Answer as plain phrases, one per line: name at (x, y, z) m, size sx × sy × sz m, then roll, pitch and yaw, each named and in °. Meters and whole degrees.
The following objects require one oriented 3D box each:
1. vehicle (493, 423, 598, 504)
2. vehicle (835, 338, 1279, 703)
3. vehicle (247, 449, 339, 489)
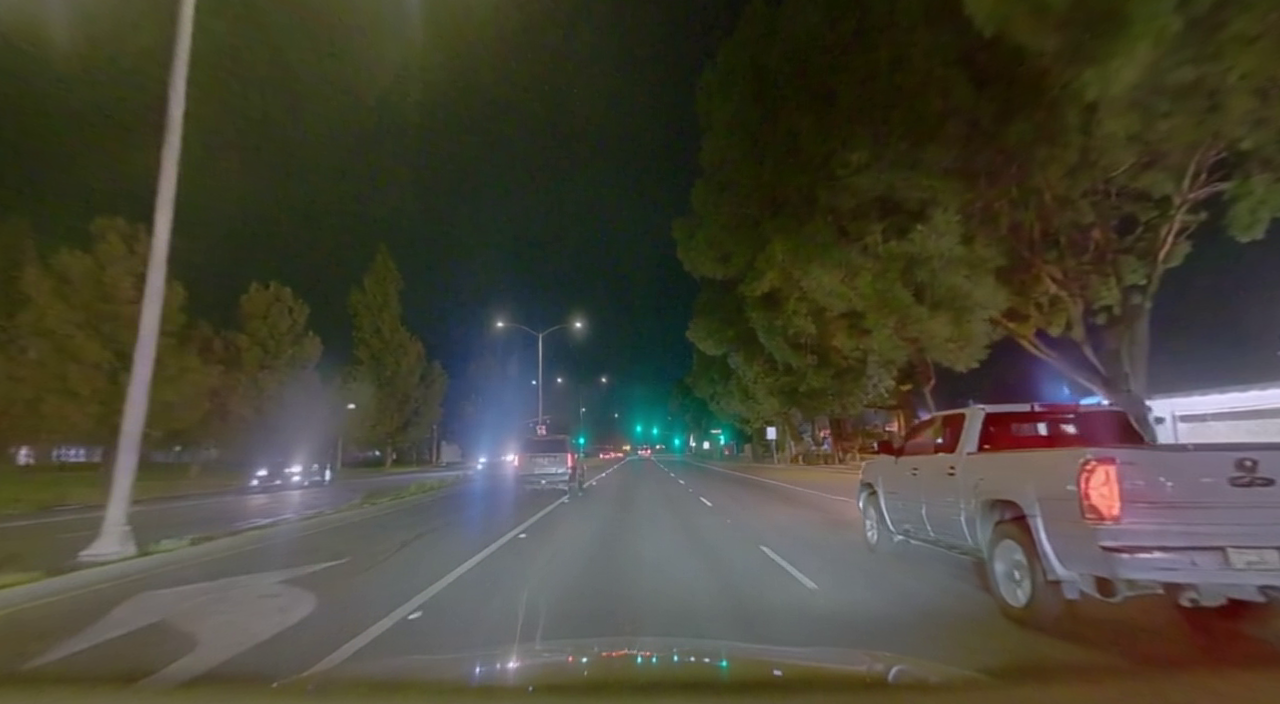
vehicle at (-2.386, 2.997, 17.402) m, size 2.300 × 1.870 × 4.936 m, roll 0°, pitch -8°, yaw -2°
vehicle at (3.477, 1.142, 5.127) m, size 2.238 × 1.767 × 4.563 m, roll 0°, pitch -8°, yaw -1°
vehicle at (-16.916, 5.708, 31.109) m, size 2.060 × 1.769 × 4.385 m, roll 0°, pitch -8°, yaw 0°
